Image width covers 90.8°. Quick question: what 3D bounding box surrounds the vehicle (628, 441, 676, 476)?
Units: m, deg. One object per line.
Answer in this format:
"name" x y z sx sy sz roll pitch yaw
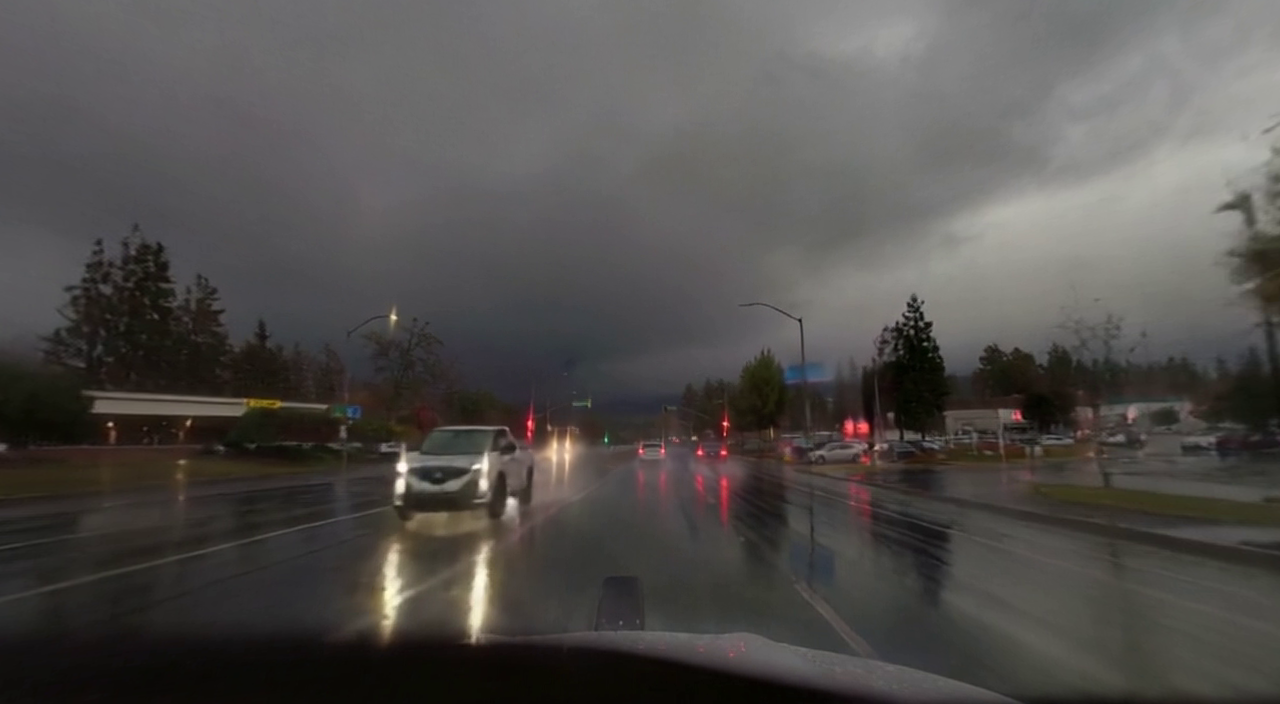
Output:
"vehicle" 0.500 4.636 27.813 1.917 1.418 3.987 0 -8 0

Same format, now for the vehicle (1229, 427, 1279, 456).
"vehicle" 41.299 5.764 40.934 4.029 1.649 1.857 -4 -8 6

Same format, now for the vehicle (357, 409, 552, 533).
"vehicle" -3.006 2.061 11.454 2.092 1.779 4.468 0 -8 1

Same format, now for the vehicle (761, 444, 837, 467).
"vehicle" 10.650 6.942 42.509 4.662 1.495 1.998 -1 -9 5

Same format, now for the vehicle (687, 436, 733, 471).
"vehicle" 3.732 5.505 34.542 2.046 1.768 4.370 0 -8 1
